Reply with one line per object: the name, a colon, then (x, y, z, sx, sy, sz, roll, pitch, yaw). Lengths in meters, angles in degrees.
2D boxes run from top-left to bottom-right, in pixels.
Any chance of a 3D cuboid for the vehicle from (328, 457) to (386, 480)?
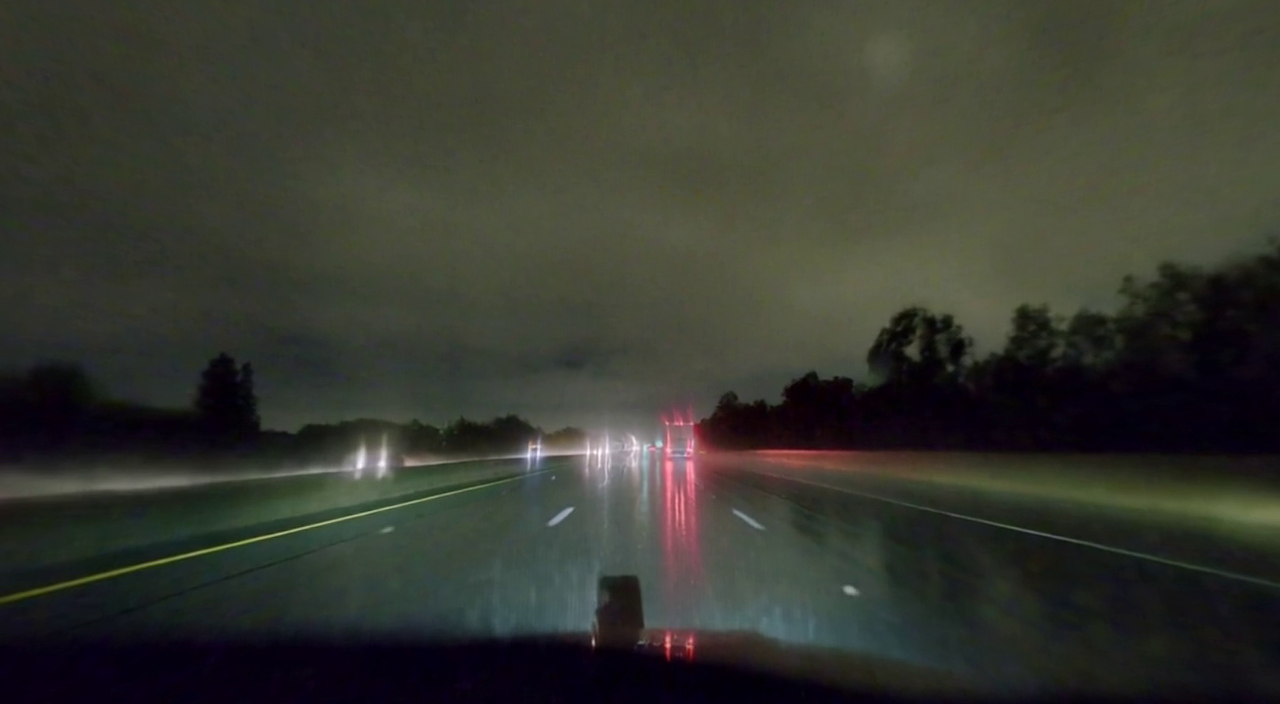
vehicle: (-19.570, 8.067, 43.754, 1.840, 1.460, 4.763, 0, -9, 0)
